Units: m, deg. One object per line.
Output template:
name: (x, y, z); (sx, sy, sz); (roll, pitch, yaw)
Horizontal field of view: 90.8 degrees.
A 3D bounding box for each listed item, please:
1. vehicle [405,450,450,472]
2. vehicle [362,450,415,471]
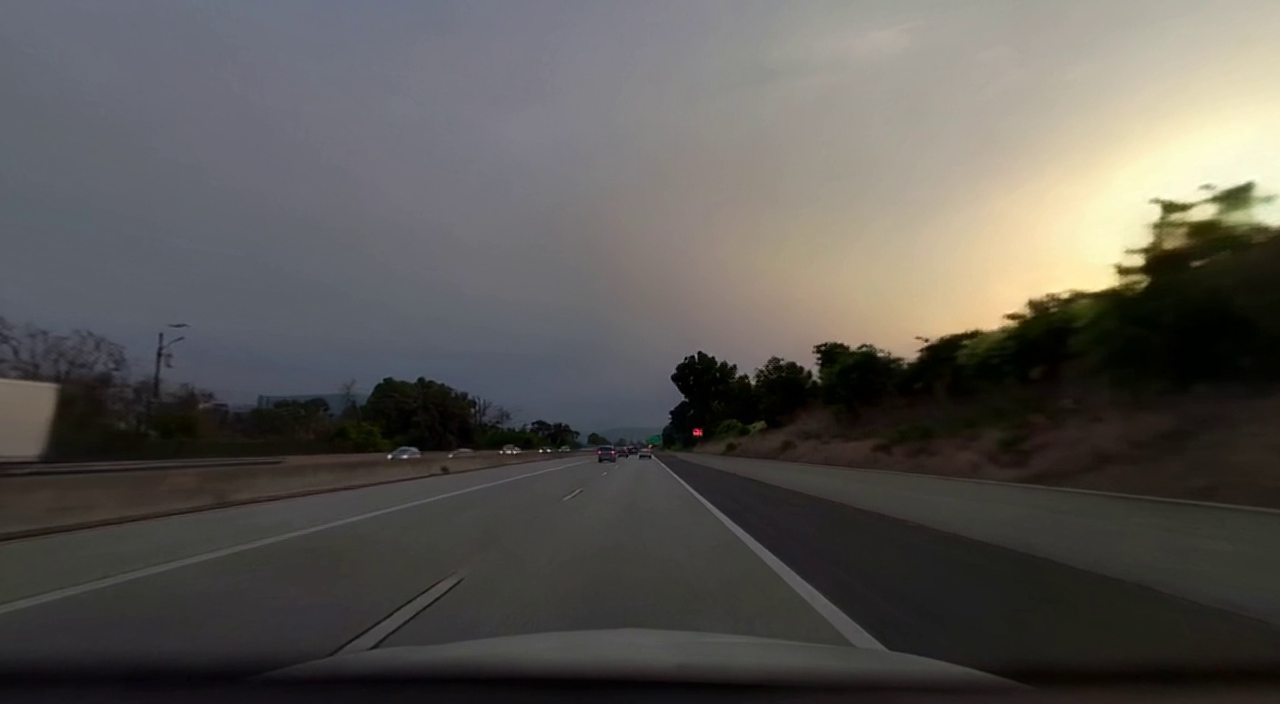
vehicle: (-14.835, 7.617, 44.288); (1.789, 1.439, 3.665); (0, -9, 1)
vehicle: (-18.719, 8.090, 47.121); (2.062, 1.470, 4.466); (0, -9, 1)
